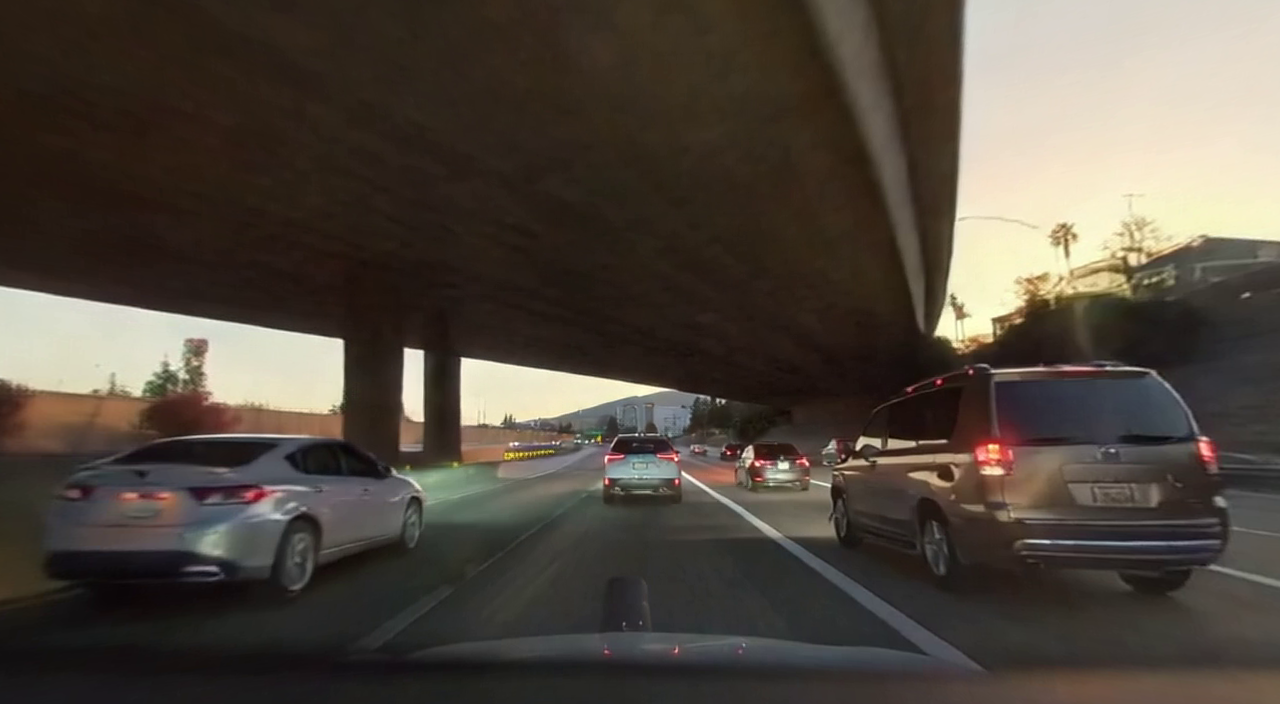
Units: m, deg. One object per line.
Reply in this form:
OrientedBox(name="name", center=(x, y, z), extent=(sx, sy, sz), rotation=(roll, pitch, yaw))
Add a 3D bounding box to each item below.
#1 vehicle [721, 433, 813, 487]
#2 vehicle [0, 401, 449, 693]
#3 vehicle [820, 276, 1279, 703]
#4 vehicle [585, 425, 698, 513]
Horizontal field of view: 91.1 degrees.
OrientedBox(name="vehicle", center=(4.158, 3.625, 21.343), extent=(2.210, 1.625, 4.249), rotation=(0, -9, -1))
OrientedBox(name="vehicle", center=(-3.538, 1.370, 5.704), extent=(2.011, 1.510, 4.698), rotation=(0, -9, 1))
OrientedBox(name="vehicle", center=(3.868, 1.093, 5.709), extent=(2.732, 2.065, 5.826), rotation=(0, -9, 0))
OrientedBox(name="vehicle", center=(0.028, 2.495, 13.835), extent=(2.099, 1.640, 4.134), rotation=(0, -9, 0))
